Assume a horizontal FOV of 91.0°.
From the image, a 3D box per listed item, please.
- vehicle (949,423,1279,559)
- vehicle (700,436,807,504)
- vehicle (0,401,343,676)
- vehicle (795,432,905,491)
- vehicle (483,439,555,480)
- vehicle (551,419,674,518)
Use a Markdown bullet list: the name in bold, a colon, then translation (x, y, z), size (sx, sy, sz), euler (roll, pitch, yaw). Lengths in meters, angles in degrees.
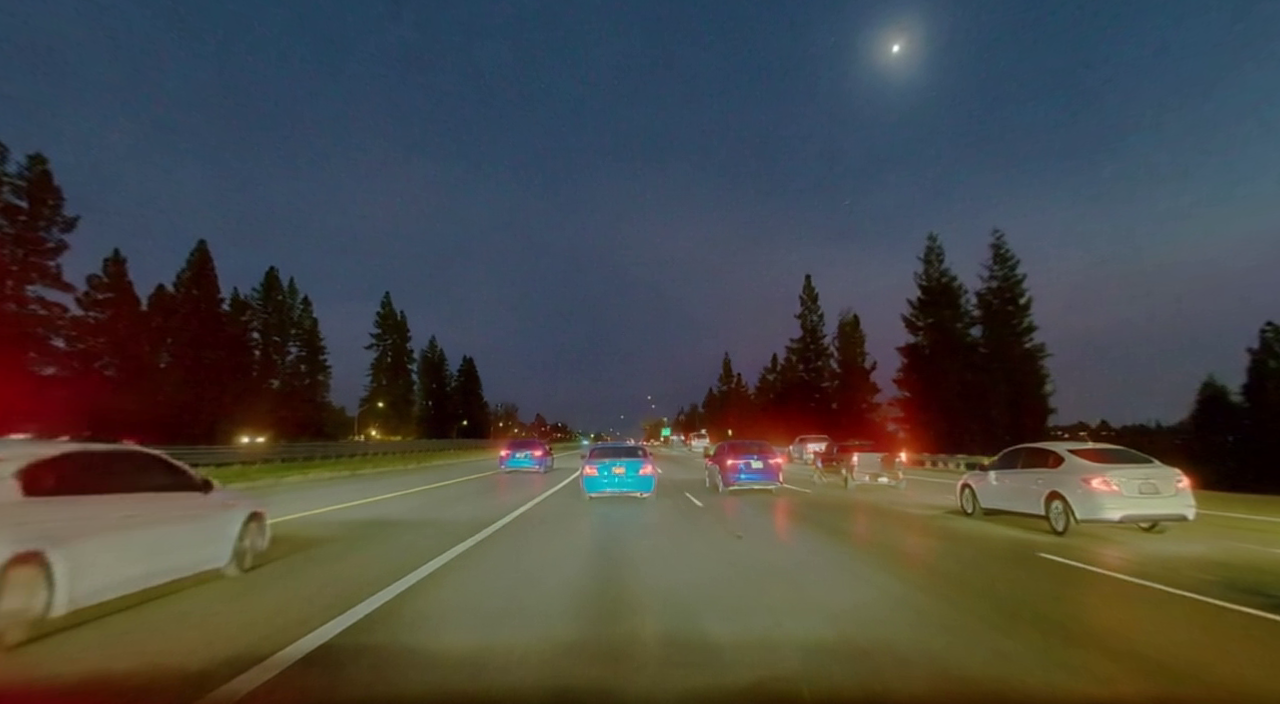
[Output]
- **vehicle**: translation (7.260, 2.066, 10.101), size (2.106, 1.641, 4.671), euler (1, -9, -2)
- **vehicle**: translation (2.818, 3.046, 16.644), size (1.975, 1.532, 4.227), euler (1, -9, -1)
- **vehicle**: translation (-4.525, 1.237, 4.863), size (1.971, 1.505, 5.035), euler (0, -9, 0)
- **vehicle**: translation (6.788, 3.597, 20.952), size (2.022, 1.735, 4.400), euler (1, -9, -2)
- **vehicle**: translation (-4.941, 4.479, 26.477), size (2.071, 1.537, 4.912), euler (1, -9, -1)
- **vehicle**: translation (-0.499, 2.362, 13.183), size (2.181, 1.728, 3.970), euler (1, -9, -1)
